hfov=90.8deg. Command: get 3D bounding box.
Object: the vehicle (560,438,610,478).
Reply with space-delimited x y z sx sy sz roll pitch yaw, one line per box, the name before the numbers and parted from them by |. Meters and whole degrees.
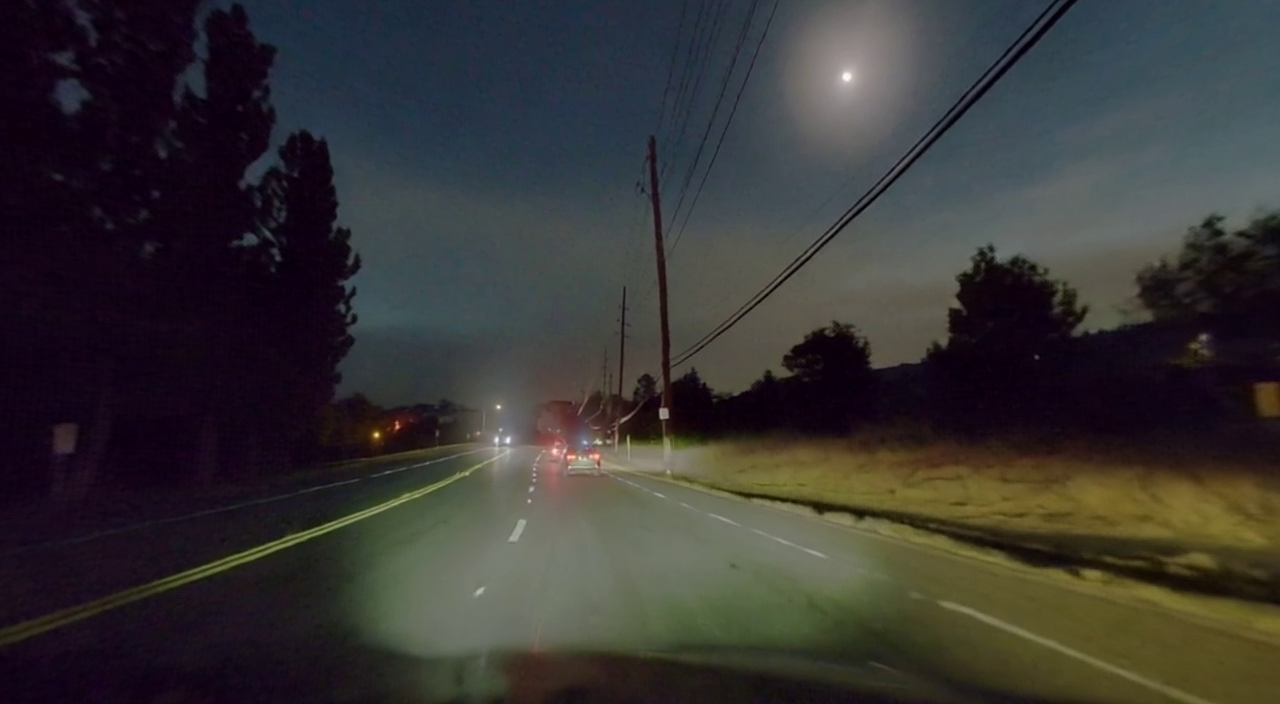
vehicle | -2.798 5.154 31.048 2.140 1.767 4.720 1 -9 -9
